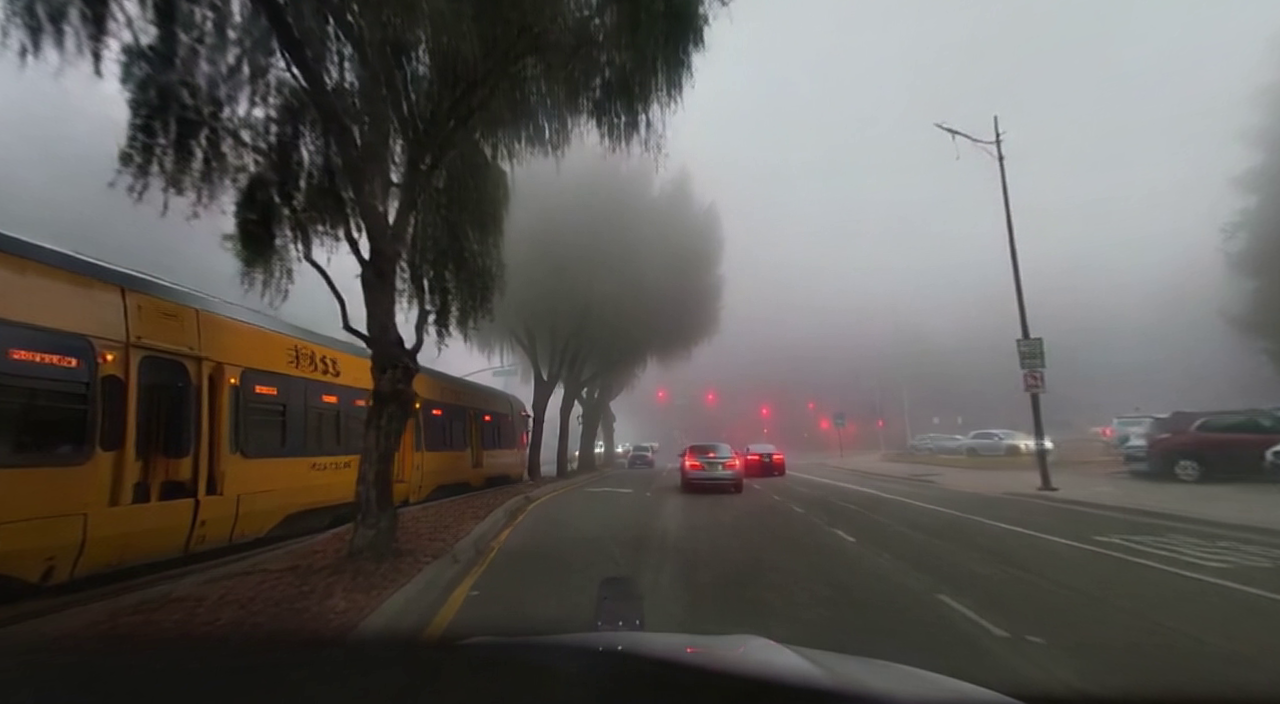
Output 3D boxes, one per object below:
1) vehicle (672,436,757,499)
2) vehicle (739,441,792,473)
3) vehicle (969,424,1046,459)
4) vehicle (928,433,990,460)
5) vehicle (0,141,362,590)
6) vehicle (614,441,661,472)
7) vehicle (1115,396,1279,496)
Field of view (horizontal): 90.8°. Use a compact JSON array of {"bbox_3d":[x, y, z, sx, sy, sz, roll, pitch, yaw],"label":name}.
[{"bbox_3d":[1.868,3.056,17.149,2.002,1.471,4.337,0,-8,3],"label":"vehicle"},{"bbox_3d":[6.107,5.154,31.231,1.944,1.447,4.392,0,-8,3],"label":"vehicle"},{"bbox_3d":[21.735,5.322,37.593,2.116,1.937,4.515,-1,-8,5],"label":"vehicle"},{"bbox_3d":[19.265,5.726,38.377,1.831,1.545,3.872,0,-8,2],"label":"vehicle"},{"bbox_3d":[-6.816,0.008,4.428,2.897,3.700,13.528,-1,-7,4],"label":"vehicle"},{"bbox_3d":[-0.059,5.284,32.209,2.118,1.478,4.076,-1,-8,4],"label":"vehicle"},{"bbox_3d":[14.902,2.232,15.615,2.221,2.116,5.535,-2,-7,4],"label":"vehicle"}]
